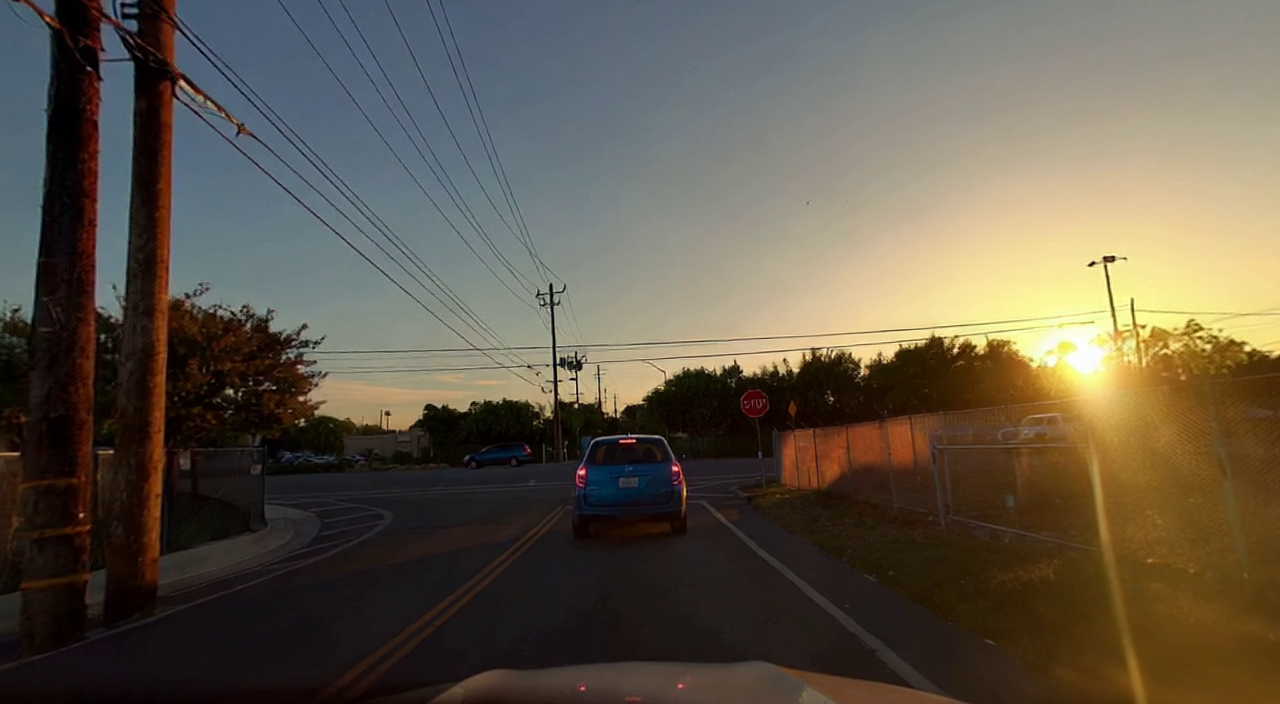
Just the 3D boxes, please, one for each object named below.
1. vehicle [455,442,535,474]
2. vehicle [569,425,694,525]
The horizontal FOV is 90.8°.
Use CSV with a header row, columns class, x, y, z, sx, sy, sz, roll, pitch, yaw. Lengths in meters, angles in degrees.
class,x,y,z,sx,sy,sz,roll,pitch,yaw
vehicle,-8.549,6.184,37.129,4.415,1.753,2.029,-6,-10,34
vehicle,-0.196,2.420,13.010,2.137,1.698,4.166,0,-8,-1
